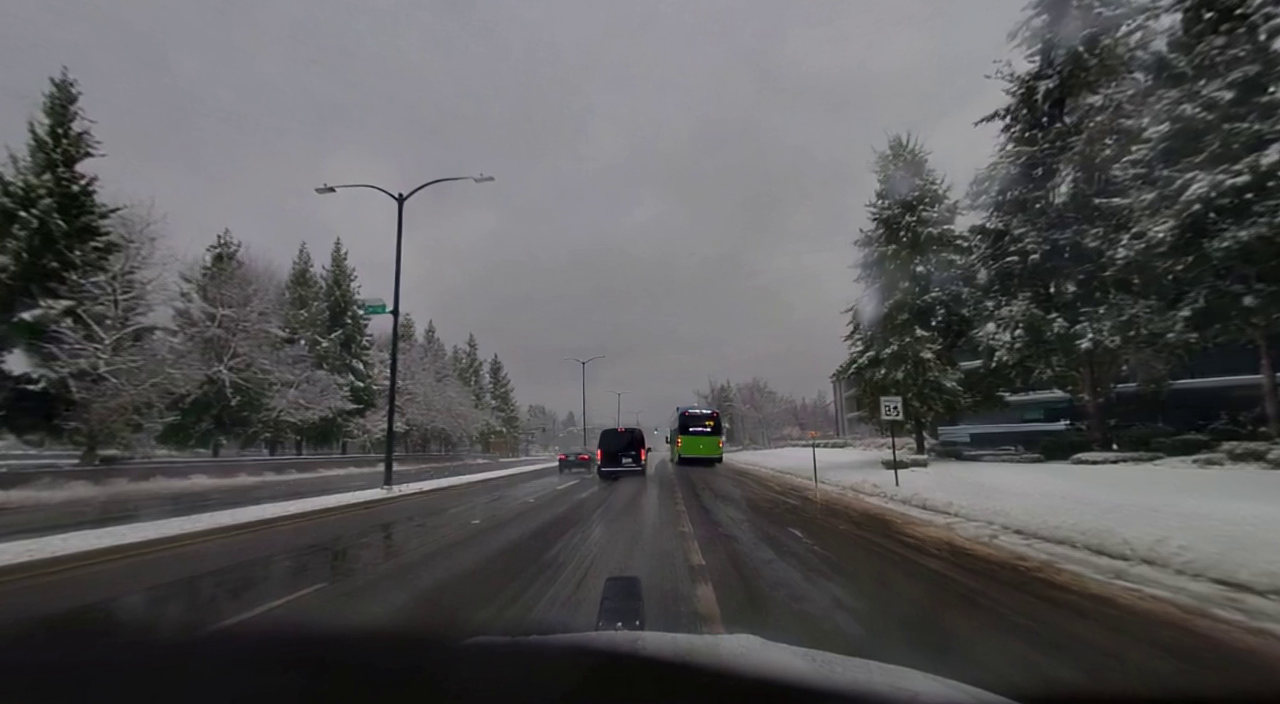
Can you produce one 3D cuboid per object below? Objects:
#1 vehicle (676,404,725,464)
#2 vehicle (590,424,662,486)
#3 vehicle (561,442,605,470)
[{"bbox_3d":[4.431,6.468,48.903,2.970,4.005,13.429,-1,-9,2],"label":"vehicle"},{"bbox_3d":[-0.391,3.937,24.359,2.336,2.122,5.207,-1,-9,3],"label":"vehicle"},{"bbox_3d":[-3.459,6.453,39.361,2.109,1.672,4.256,-1,-9,3],"label":"vehicle"}]
